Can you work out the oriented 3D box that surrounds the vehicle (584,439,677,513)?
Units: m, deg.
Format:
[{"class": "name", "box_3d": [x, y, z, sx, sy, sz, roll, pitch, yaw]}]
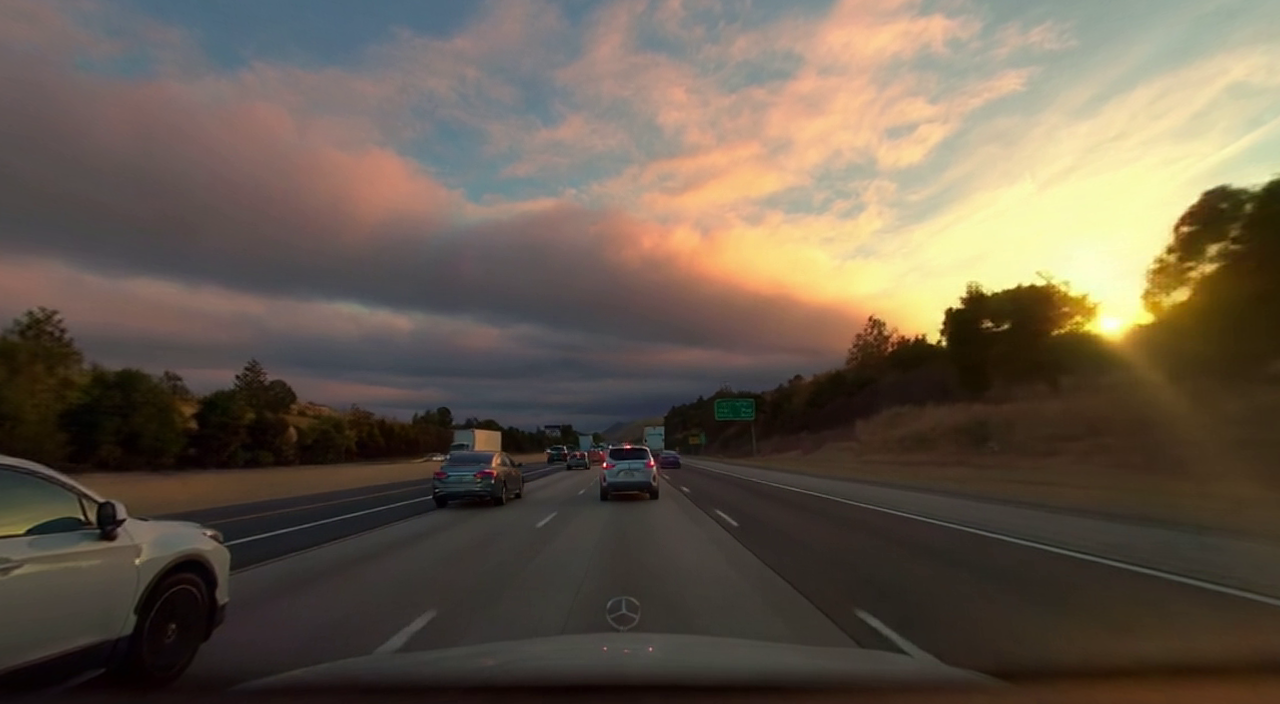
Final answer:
[{"class": "vehicle", "box_3d": [-0.209, 2.960, 15.379, 1.996, 1.574, 3.426, 0, -9, 0]}]

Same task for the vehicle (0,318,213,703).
[{"class": "vehicle", "box_3d": [-3.958, 0.614, 1.566, 2.243, 1.889, 4.949, 0, -9, 1]}]

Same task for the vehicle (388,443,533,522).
[{"class": "vehicle", "box_3d": [-3.830, 2.856, 14.385, 1.988, 1.501, 4.438, 0, -9, 0]}]

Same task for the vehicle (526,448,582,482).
[{"class": "vehicle", "box_3d": [-4.018, 5.368, 30.257, 1.999, 1.484, 4.269, 0, -9, 1]}]
